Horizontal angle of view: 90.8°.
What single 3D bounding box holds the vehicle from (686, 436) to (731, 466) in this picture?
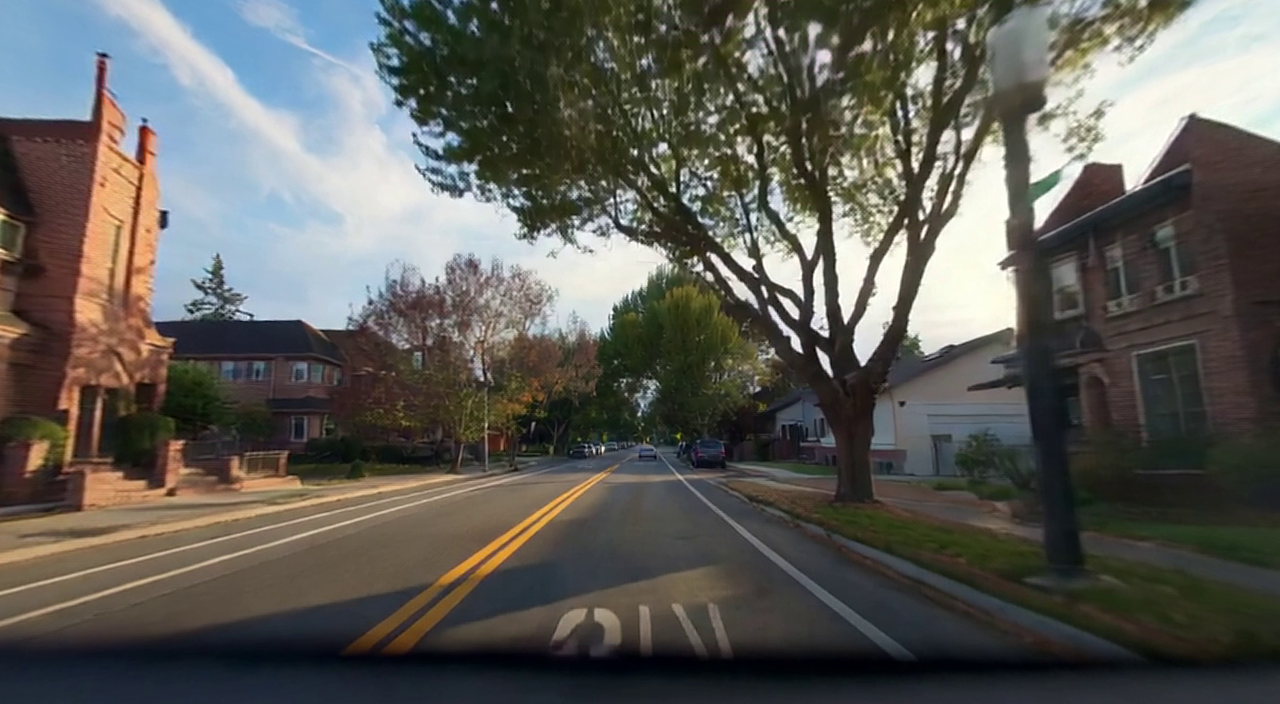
[{"bbox_3d":[4.165,6.099,39.259,1.937,1.752,4.574,0,-8,-5],"label":"vehicle"}]
